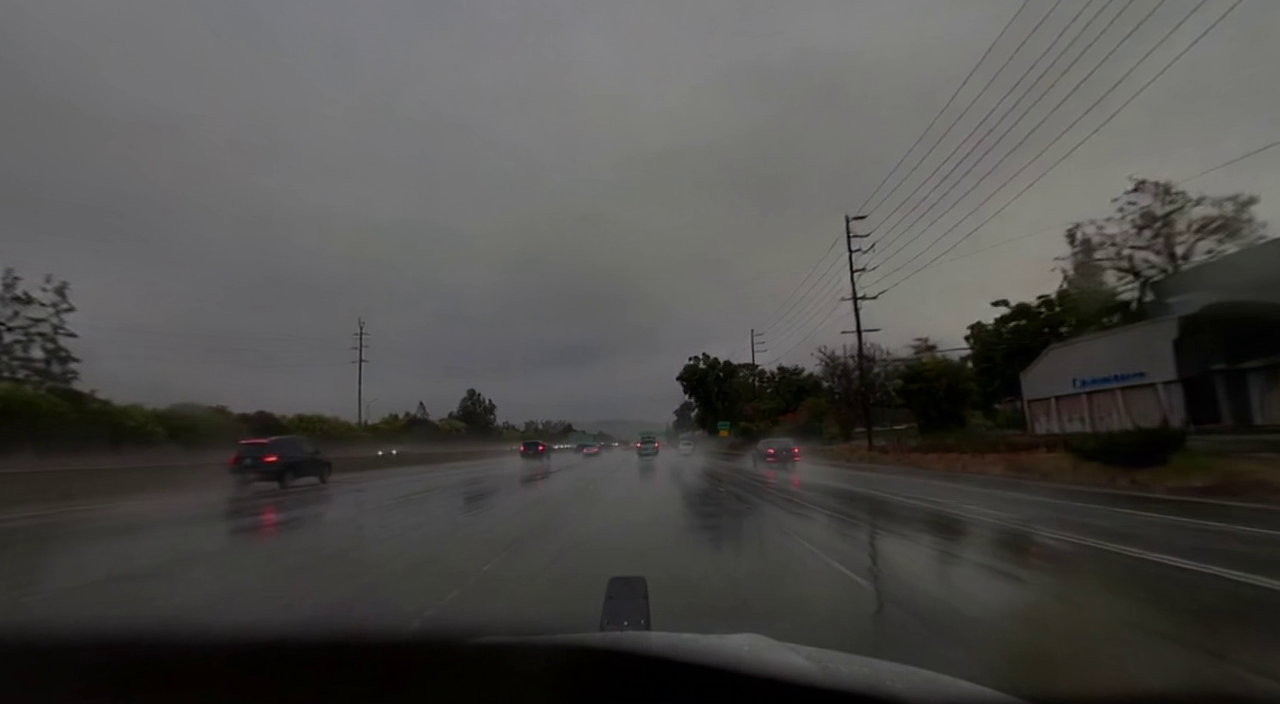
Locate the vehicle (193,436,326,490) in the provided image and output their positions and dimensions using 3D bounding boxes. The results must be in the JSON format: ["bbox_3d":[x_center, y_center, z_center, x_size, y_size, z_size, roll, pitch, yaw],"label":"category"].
[{"bbox_3d":[-14.533,4.205,24.503,2.149,1.846,4.713,-1,-8,1],"label":"vehicle"}]

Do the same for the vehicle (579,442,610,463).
[{"bbox_3d":[-3.390,7.572,47.559,1.979,1.469,4.378,0,-8,1],"label":"vehicle"}]

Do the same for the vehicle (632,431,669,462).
[{"bbox_3d":[0.751,7.274,48.455,2.622,2.208,5.320,0,-8,0],"label":"vehicle"}]

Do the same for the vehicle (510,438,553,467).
[{"bbox_3d":[-7.060,6.576,41.393,2.007,1.732,4.395,0,-8,1],"label":"vehicle"}]

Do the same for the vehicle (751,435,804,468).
[{"bbox_3d":[7.673,5.588,35.600,1.937,1.698,4.322,0,-8,-1],"label":"vehicle"}]
